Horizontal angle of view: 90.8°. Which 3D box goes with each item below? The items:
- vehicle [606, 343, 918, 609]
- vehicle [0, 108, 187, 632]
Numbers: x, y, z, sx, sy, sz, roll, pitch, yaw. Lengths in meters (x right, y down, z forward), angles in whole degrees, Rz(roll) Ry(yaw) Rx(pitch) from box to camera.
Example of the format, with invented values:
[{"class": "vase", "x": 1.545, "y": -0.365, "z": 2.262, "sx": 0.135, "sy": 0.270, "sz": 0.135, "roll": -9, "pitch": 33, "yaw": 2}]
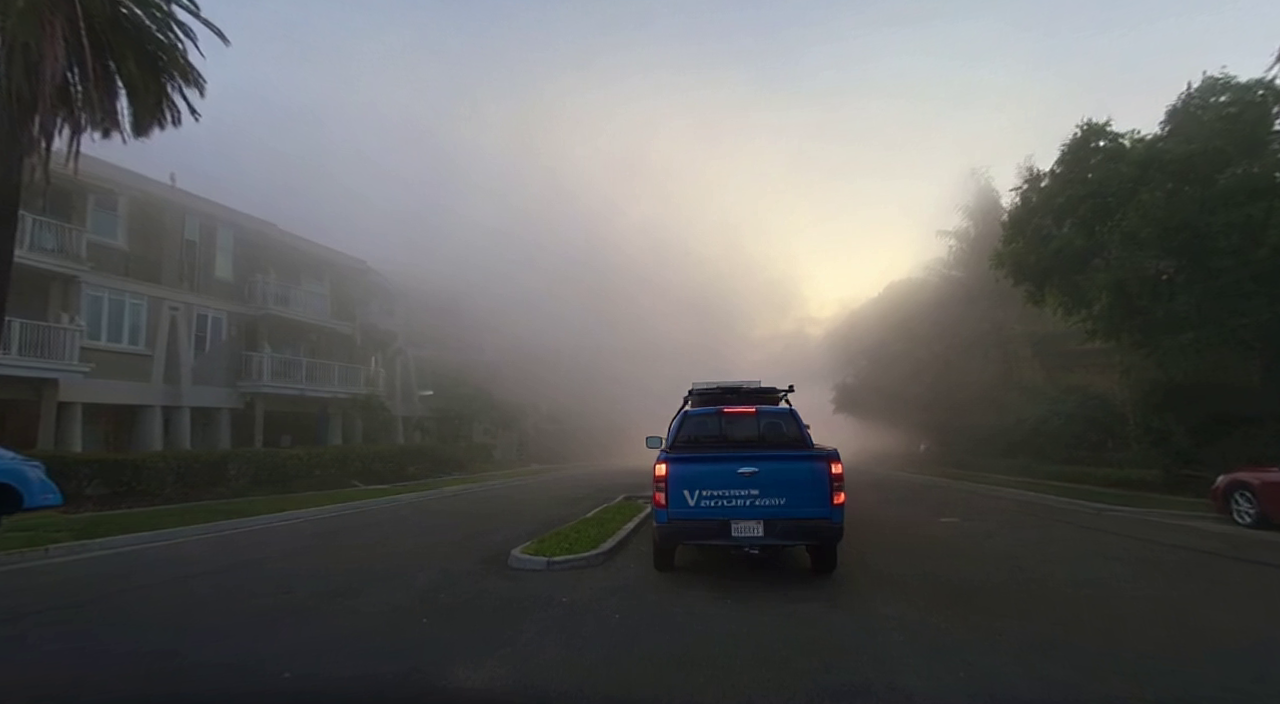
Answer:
[{"class": "vehicle", "x": 1.165, "y": 1.403, "z": 8.006, "sx": 2.418, "sy": 2.078, "sz": 5.866, "roll": -1, "pitch": -9, "yaw": 4}, {"class": "vehicle", "x": -6.654, "y": -0.426, "z": 0.827, "sx": 2.998, "sy": 3.659, "sz": 10.517, "roll": -2, "pitch": -9, "yaw": 10}]
